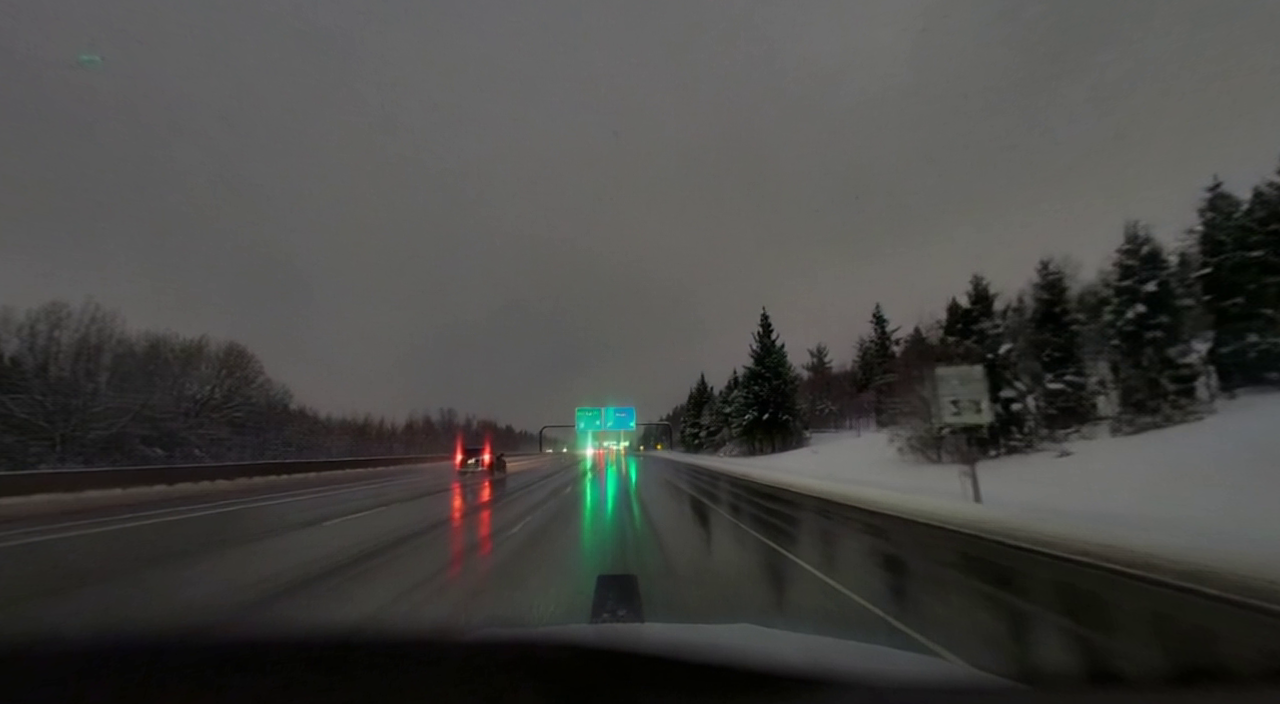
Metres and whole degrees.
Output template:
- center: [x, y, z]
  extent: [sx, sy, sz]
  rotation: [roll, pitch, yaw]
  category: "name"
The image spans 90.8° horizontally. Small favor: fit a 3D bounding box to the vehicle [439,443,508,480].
- center: [-7.686, 5.096, 29.563]
  extent: [2.098, 1.606, 4.227]
  rotation: [0, -9, 0]
  category: "vehicle"
